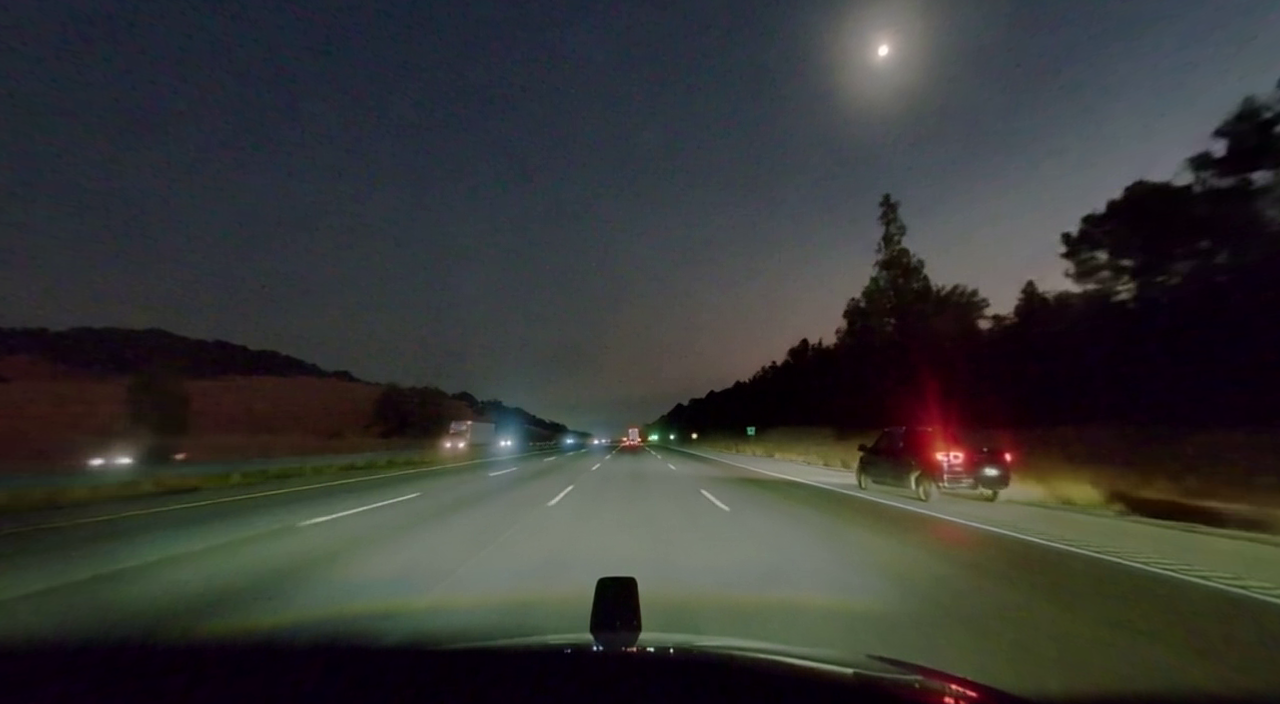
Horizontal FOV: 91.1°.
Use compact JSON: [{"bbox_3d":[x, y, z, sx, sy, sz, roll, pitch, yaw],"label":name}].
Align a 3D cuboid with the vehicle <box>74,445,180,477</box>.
[{"bbox_3d":[-26.939,5.696,33.257,1.869,1.506,4.460,0,-8,-1],"label":"vehicle"}]
